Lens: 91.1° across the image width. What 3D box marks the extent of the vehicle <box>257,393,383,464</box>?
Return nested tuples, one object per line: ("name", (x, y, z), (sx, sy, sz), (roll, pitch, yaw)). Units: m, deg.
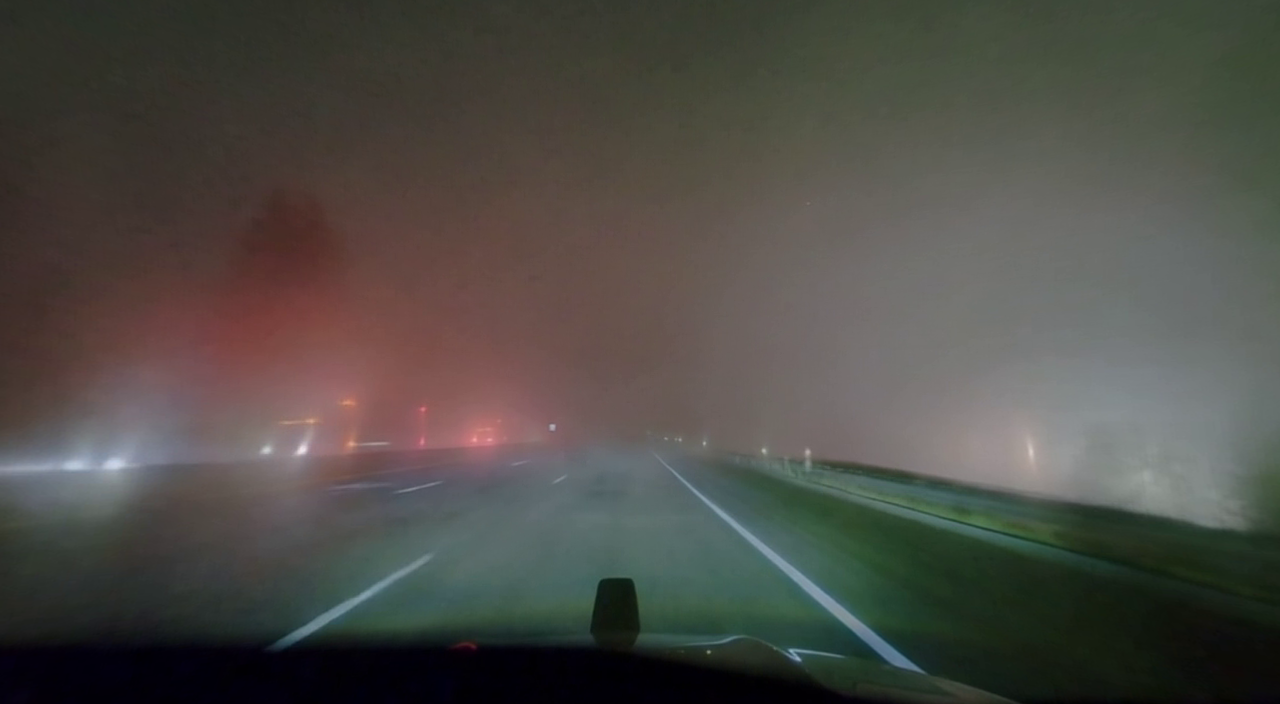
("vehicle", (-20.233, 5.008, 40.722), (2.979, 3.983, 9.941), (0, -8, -1))
